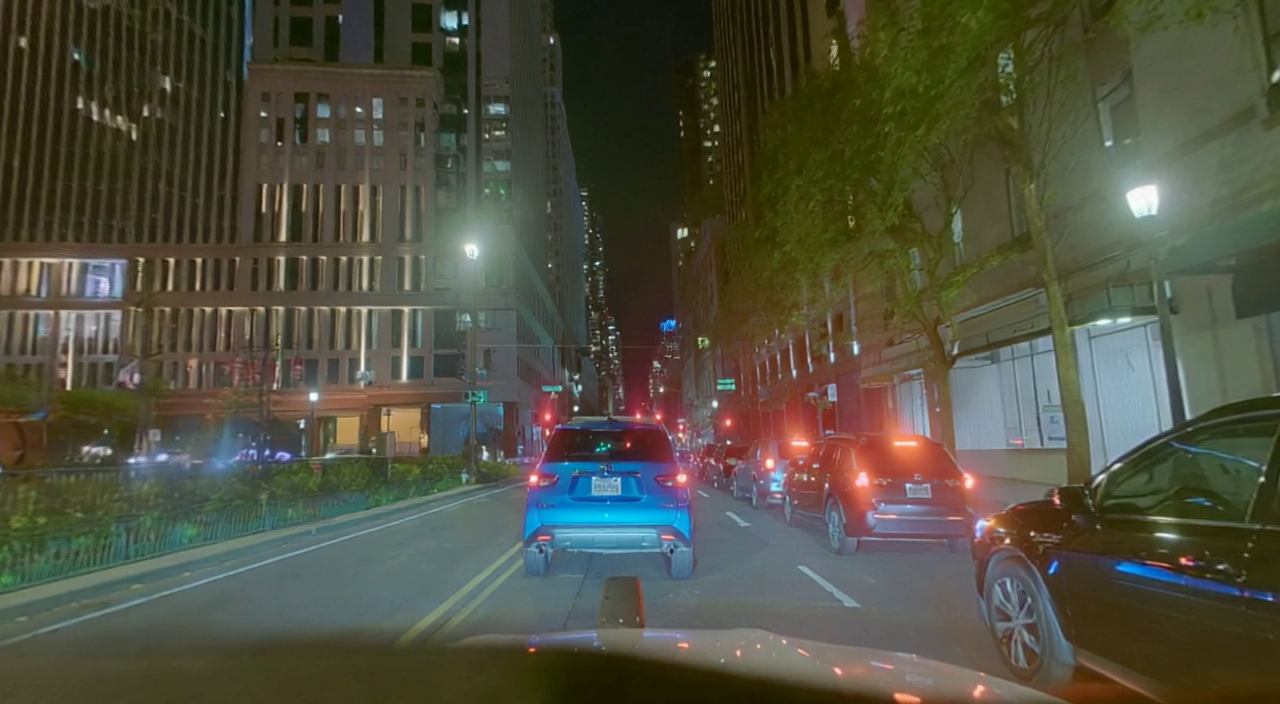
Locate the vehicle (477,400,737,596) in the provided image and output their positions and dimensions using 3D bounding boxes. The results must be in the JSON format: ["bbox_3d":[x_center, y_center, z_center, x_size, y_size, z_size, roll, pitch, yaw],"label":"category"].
[{"bbox_3d":[-0.337,1.579,7.619,2.249,1.684,4.084,0,-9,-2],"label":"vehicle"}]

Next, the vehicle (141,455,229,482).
[{"bbox_3d":[-27.617,7.059,38.561,1.967,1.428,4.832,0,-9,-3],"label":"vehicle"}]

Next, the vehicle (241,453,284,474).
[{"bbox_3d":[-28.808,8.466,48.122,1.960,1.459,4.699,7,-11,-40],"label":"vehicle"}]

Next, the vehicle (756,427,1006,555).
[{"bbox_3d":[3.280,1.986,9.819,1.941,1.482,4.632,0,-9,-2],"label":"vehicle"}]

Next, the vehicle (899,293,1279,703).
[{"bbox_3d":[2.996,0.750,2.251,2.063,1.760,4.664,0,-9,-1],"label":"vehicle"}]
